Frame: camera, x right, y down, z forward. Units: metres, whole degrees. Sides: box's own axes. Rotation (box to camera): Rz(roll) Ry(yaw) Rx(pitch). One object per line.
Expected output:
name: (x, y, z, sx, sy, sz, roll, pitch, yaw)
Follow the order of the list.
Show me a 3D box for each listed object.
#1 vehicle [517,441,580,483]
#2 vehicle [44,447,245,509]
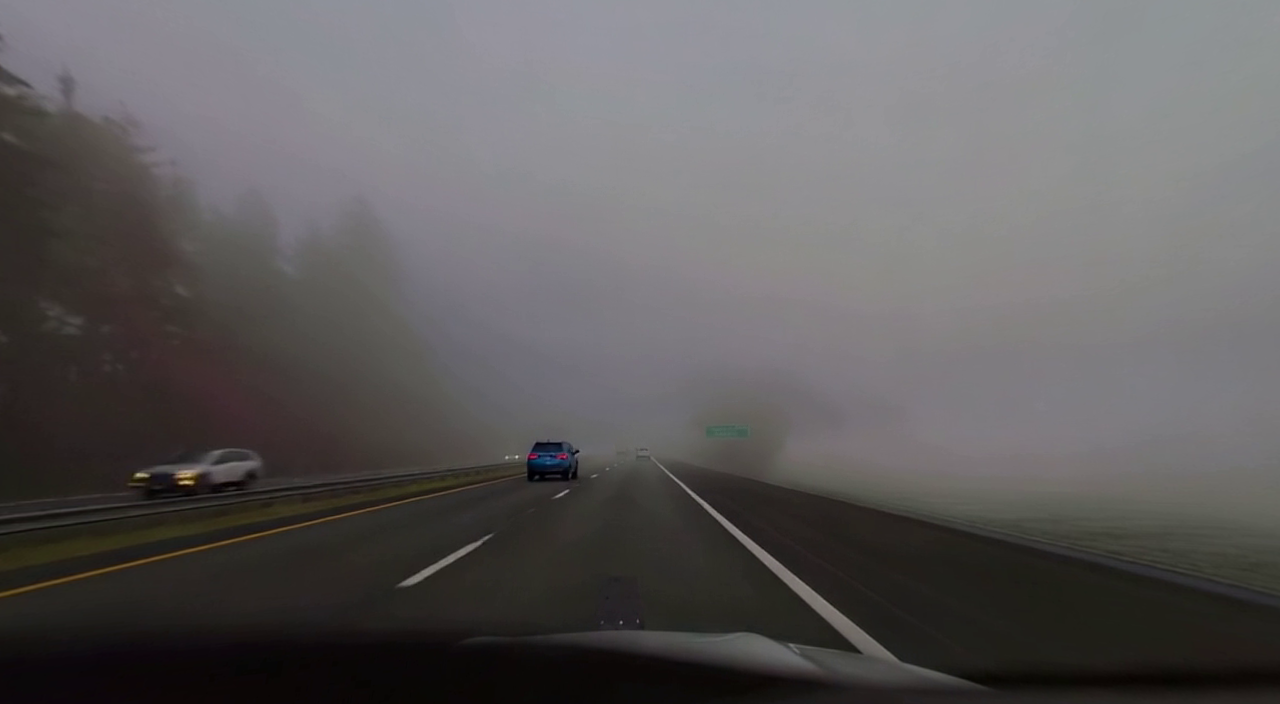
vehicle: (-4.004, 4.902, 28.493, 2.110, 1.727, 4.607, 0, -9, 1)
vehicle: (-13.171, 3.331, 17.200, 1.954, 1.462, 4.239, 0, -9, 1)
